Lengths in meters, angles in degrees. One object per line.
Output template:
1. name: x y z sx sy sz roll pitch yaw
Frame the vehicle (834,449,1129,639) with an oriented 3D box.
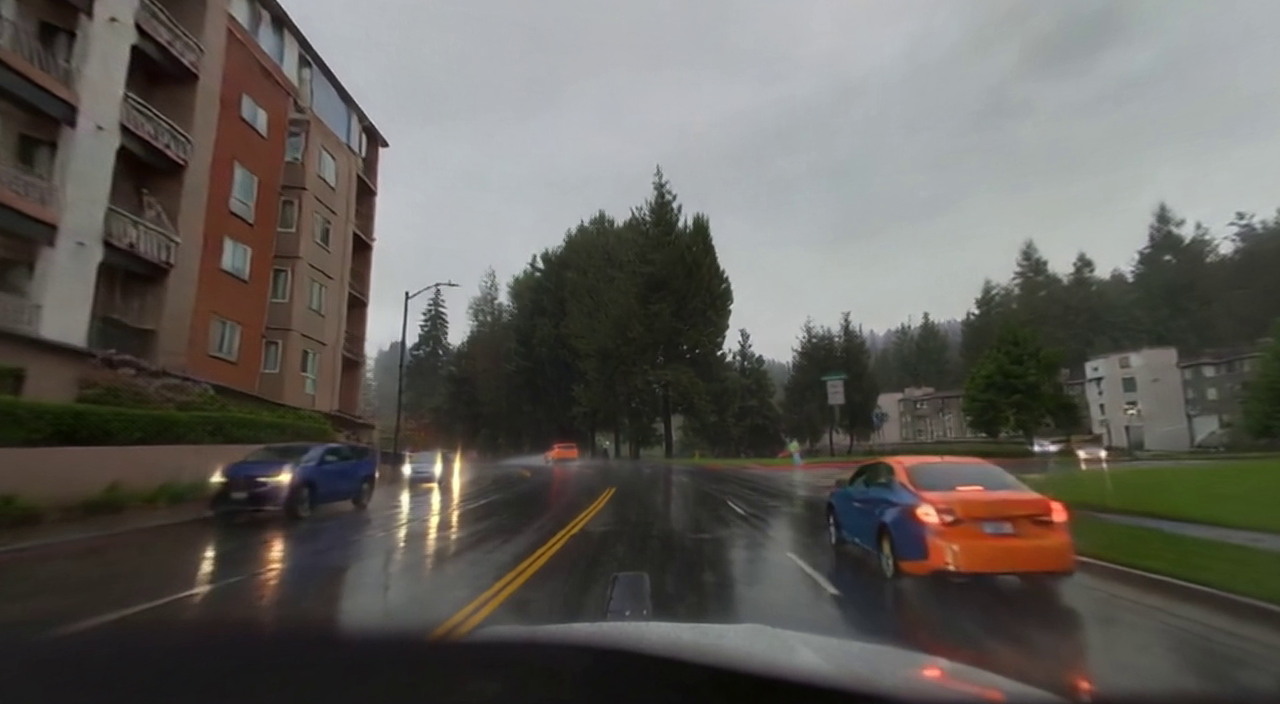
1. vehicle: 2.961 1.680 6.061 1.559 1.351 2.452 1 -11 4

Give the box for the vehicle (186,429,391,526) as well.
1. vehicle: -8.625 3.109 16.149 2.347 1.846 4.915 -6 -9 1

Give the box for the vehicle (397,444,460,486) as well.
1. vehicle: -9.243 4.941 27.903 1.994 1.697 4.436 1 -9 -10
